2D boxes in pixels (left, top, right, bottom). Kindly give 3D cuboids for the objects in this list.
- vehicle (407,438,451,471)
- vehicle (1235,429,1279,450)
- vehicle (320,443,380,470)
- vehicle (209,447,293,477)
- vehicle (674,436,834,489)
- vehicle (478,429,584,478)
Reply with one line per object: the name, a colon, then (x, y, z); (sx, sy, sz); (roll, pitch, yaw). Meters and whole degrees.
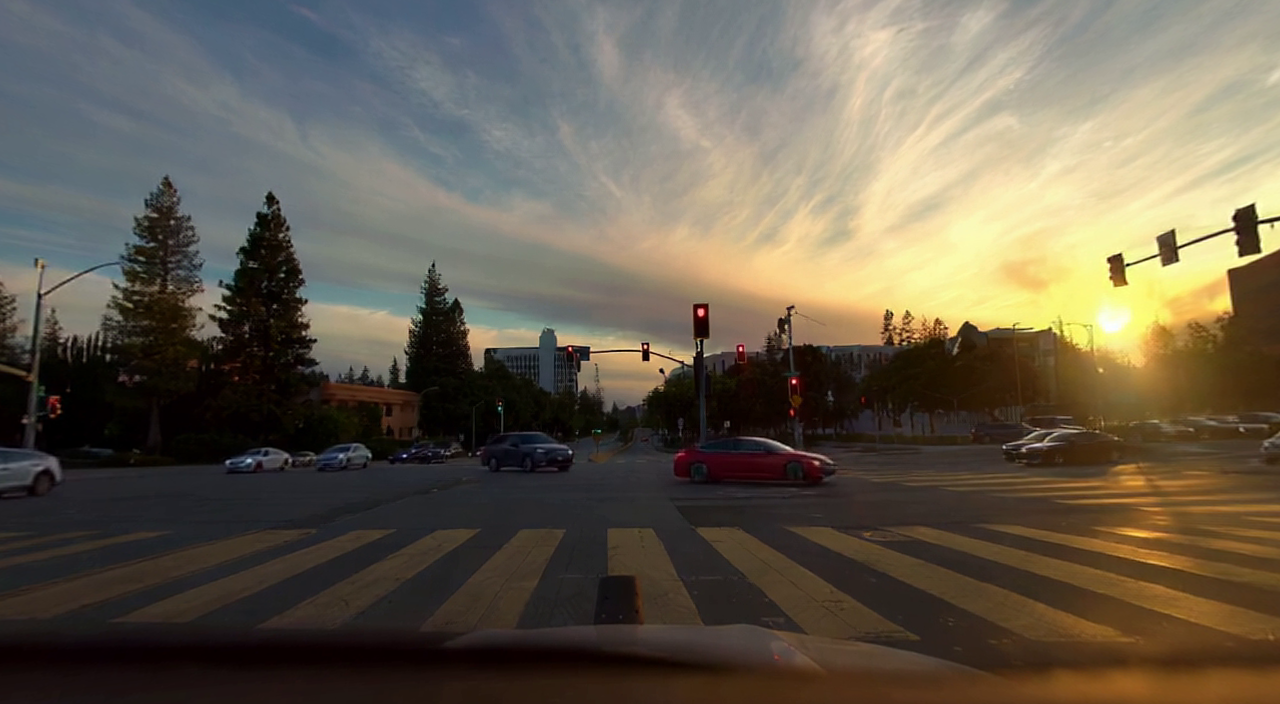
vehicle: (-11.736, 5.708, 35.389); (1.982, 1.678, 4.180); (2, -9, -15)
vehicle: (45.683, 6.275, 45.256); (1.786, 1.412, 4.330); (0, -9, 0)
vehicle: (-19.772, 7.149, 43.301); (2.088, 1.743, 4.417); (0, -9, -1)
vehicle: (-23.208, 6.567, 37.924); (2.041, 1.642, 4.628); (0, -9, 0)
vehicle: (3.599, 3.445, 19.961); (4.532, 1.467, 2.135); (-4, -9, 25)
vehicle: (-4.752, 4.336, 27.119); (4.767, 1.877, 2.017); (-8, -12, 44)
